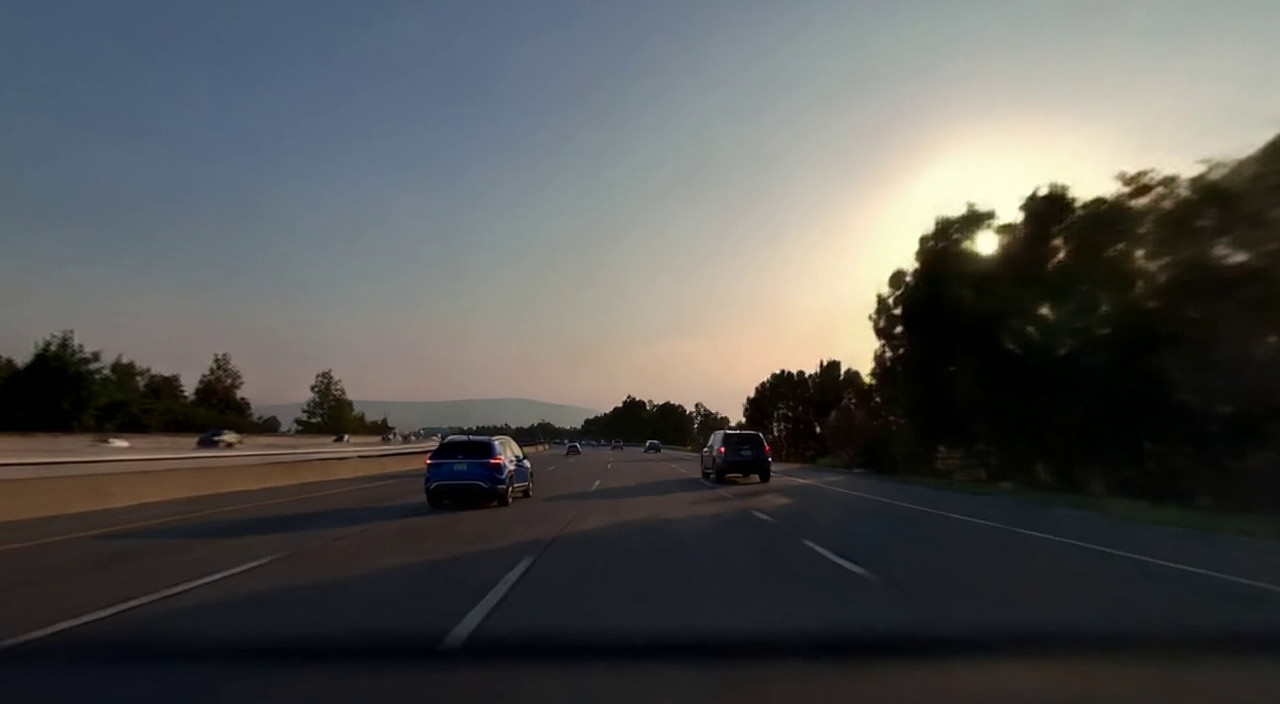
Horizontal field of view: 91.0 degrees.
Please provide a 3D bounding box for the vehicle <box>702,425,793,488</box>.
[{"bbox_3d":[3.433,3.481,21.186,2.153,1.860,4.689,0,-9,-1],"label":"vehicle"}]

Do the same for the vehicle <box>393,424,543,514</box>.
[{"bbox_3d":[-3.719,2.631,14.624,2.214,1.743,4.465,0,-9,0],"label":"vehicle"}]
